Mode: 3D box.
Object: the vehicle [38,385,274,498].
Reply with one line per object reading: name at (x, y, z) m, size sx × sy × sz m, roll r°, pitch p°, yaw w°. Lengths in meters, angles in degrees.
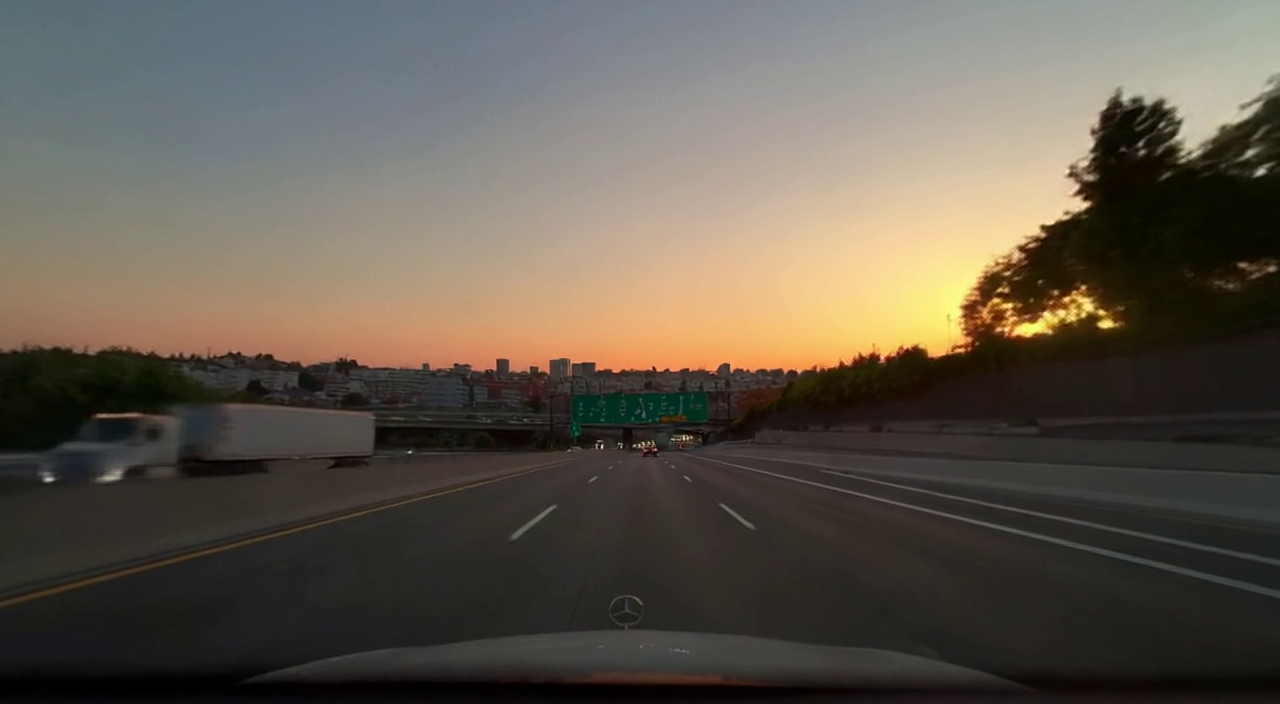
vehicle at (-20.547, 3.977, 27.761) m, size 3.117 × 4.122 × 8.923 m, roll 0°, pitch -9°, yaw 0°
